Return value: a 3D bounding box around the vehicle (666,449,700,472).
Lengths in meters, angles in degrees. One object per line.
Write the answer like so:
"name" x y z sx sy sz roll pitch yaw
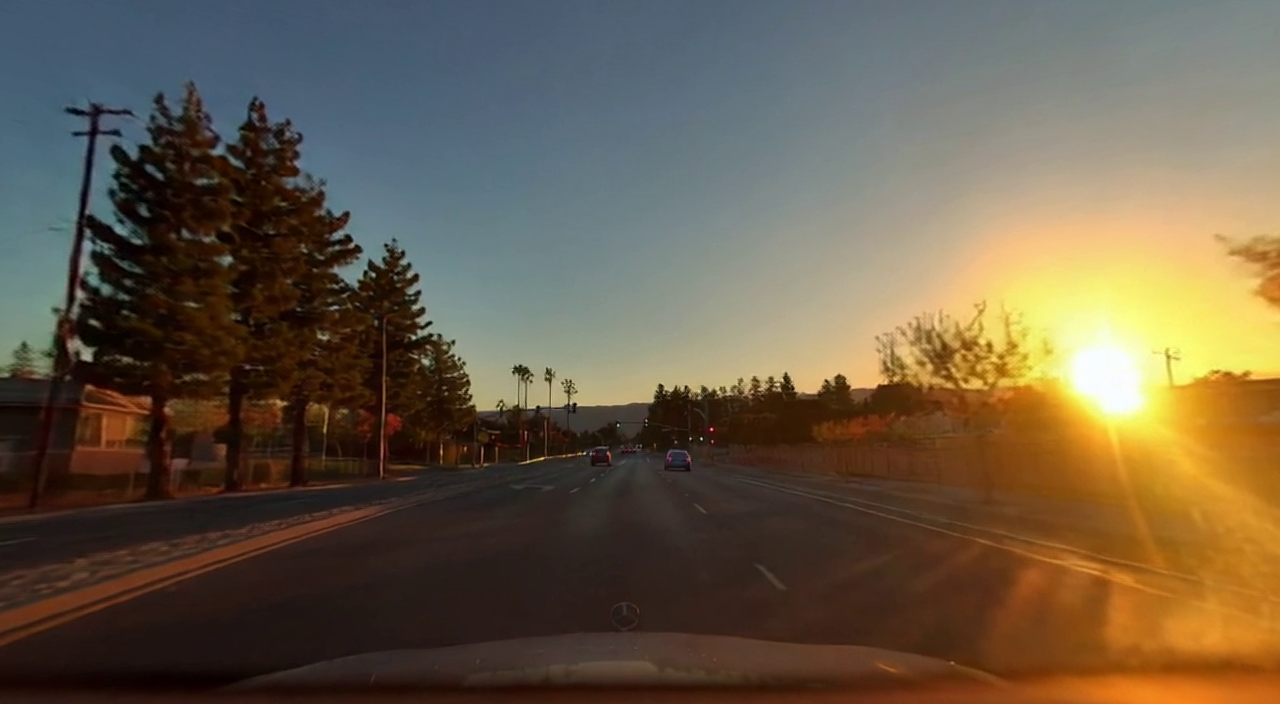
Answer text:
"vehicle" 2.965 7.590 44.322 2.105 1.490 4.008 0 -9 0
